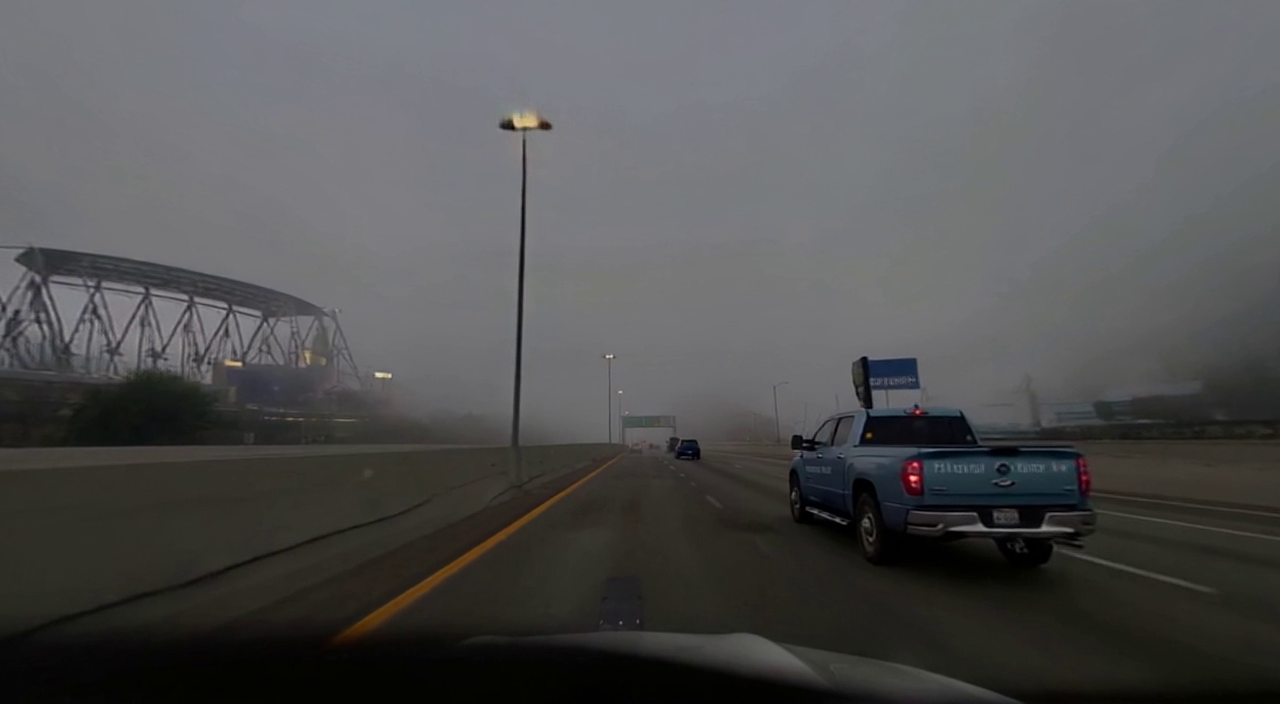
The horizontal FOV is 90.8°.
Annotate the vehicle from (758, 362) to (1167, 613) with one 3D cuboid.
[{"bbox_3d":[3.051,1.441,7.607,2.199,2.002,4.970,0,-8,-1],"label":"vehicle"}]

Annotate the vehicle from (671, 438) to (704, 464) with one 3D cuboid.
[{"bbox_3d":[3.315,6.986,44.776,1.973,1.774,4.092,0,-8,0],"label":"vehicle"}]
